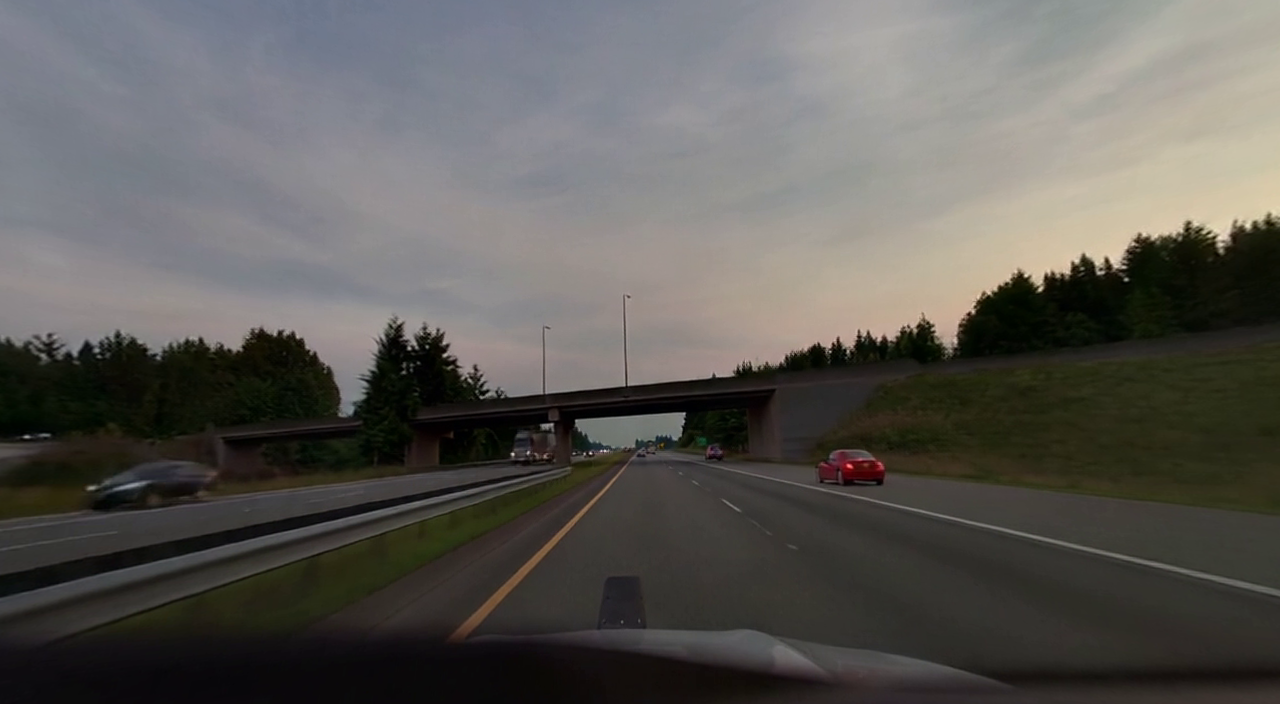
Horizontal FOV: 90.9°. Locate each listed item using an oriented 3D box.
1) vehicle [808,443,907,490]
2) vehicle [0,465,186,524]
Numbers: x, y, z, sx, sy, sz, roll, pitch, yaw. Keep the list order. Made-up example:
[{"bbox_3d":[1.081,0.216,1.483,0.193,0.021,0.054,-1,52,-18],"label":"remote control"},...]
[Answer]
[{"bbox_3d":[7.579,4.033,22.468,1.987,1.473,4.244,0,-9,0],"label":"vehicle"},{"bbox_3d":[-16.068,4.164,18.812,2.048,1.446,3.900,0,-9,0],"label":"vehicle"}]
